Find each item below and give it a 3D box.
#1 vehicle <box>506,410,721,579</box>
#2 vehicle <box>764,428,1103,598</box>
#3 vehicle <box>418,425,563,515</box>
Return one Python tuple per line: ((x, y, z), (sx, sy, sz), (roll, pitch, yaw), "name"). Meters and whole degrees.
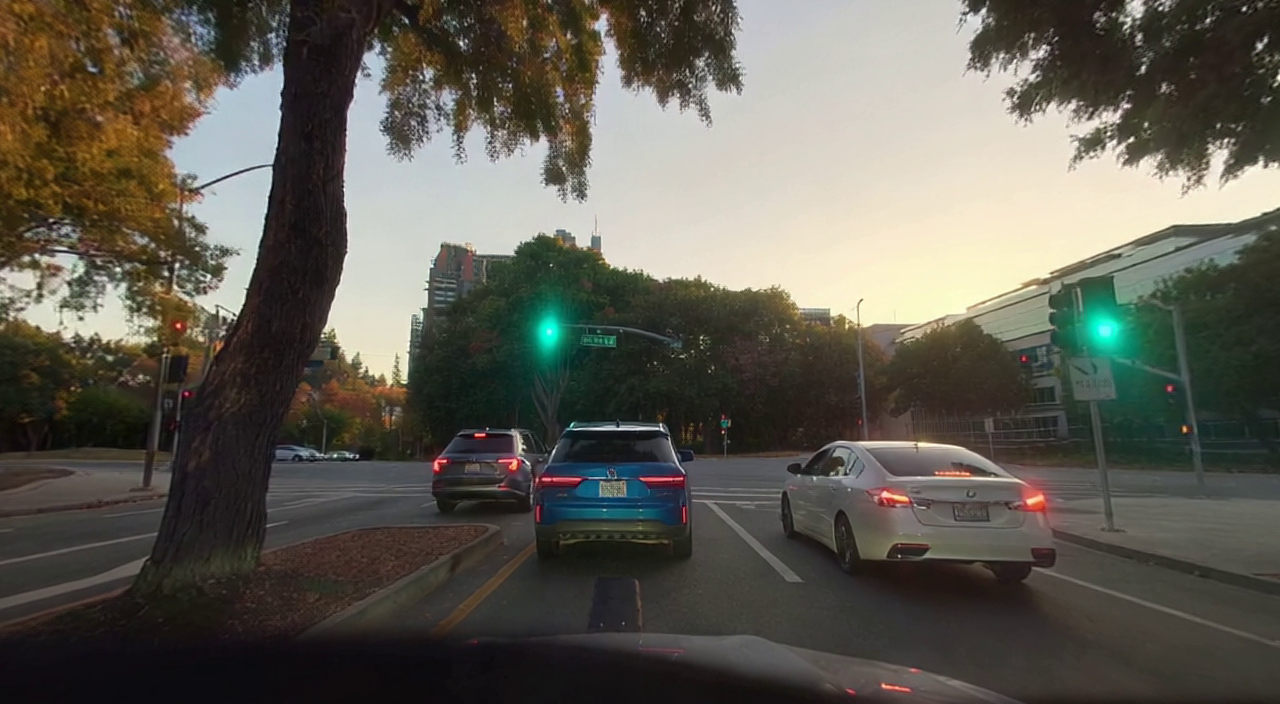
((-0.243, 1.718, 8.379), (2.108, 1.654, 4.235), (0, -8, 0), "vehicle")
((3.016, 1.751, 7.811), (2.056, 1.468, 4.520), (0, -8, 0), "vehicle")
((-3.010, 2.483, 13.666), (1.987, 1.633, 4.005), (0, -8, 3), "vehicle")
